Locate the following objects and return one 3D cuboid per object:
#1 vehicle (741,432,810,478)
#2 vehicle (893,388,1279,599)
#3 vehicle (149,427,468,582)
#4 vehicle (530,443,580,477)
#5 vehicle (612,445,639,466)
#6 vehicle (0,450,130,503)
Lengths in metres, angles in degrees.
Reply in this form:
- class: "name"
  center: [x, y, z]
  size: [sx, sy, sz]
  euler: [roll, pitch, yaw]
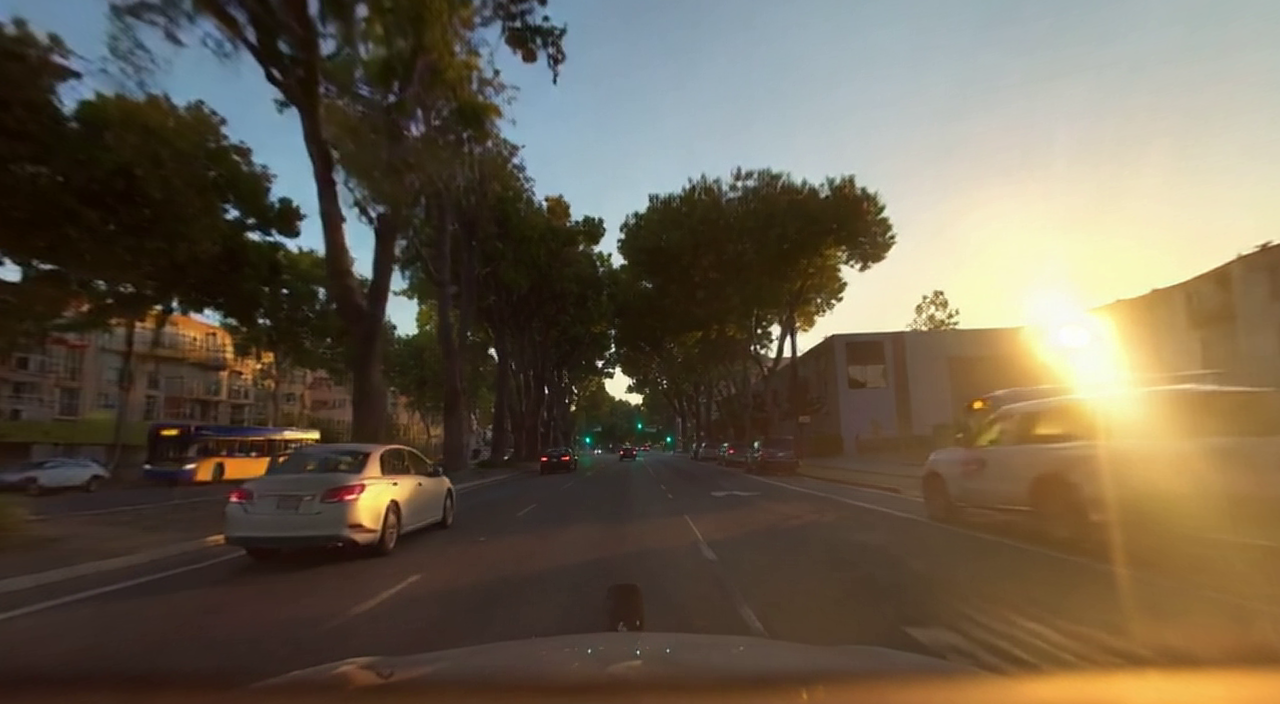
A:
- class: "vehicle"
  center: [5.899, 4.535, 28.049]
  size: [1.945, 1.829, 4.305]
  euler: [0, -9, -2]
- class: "vehicle"
  center: [5.935, 1.673, 8.598]
  size: [2.390, 1.816, 6.050]
  euler: [0, -9, -1]
- class: "vehicle"
  center: [-3.960, 1.872, 8.650]
  size: [1.995, 1.524, 4.438]
  euler: [0, -9, -1]
- class: "vehicle"
  center: [-4.200, 5.396, 31.799]
  size: [1.934, 1.522, 4.287]
  euler: [-1, -9, 0]
- class: "vehicle"
  center: [-1.088, 7.981, 48.986]
  size: [1.999, 1.520, 3.896]
  euler: [0, -9, -1]
- class: "vehicle"
  center: [-22.587, 4.632, 24.059]
  size: [1.998, 1.770, 5.202]
  euler: [0, -9, -1]
